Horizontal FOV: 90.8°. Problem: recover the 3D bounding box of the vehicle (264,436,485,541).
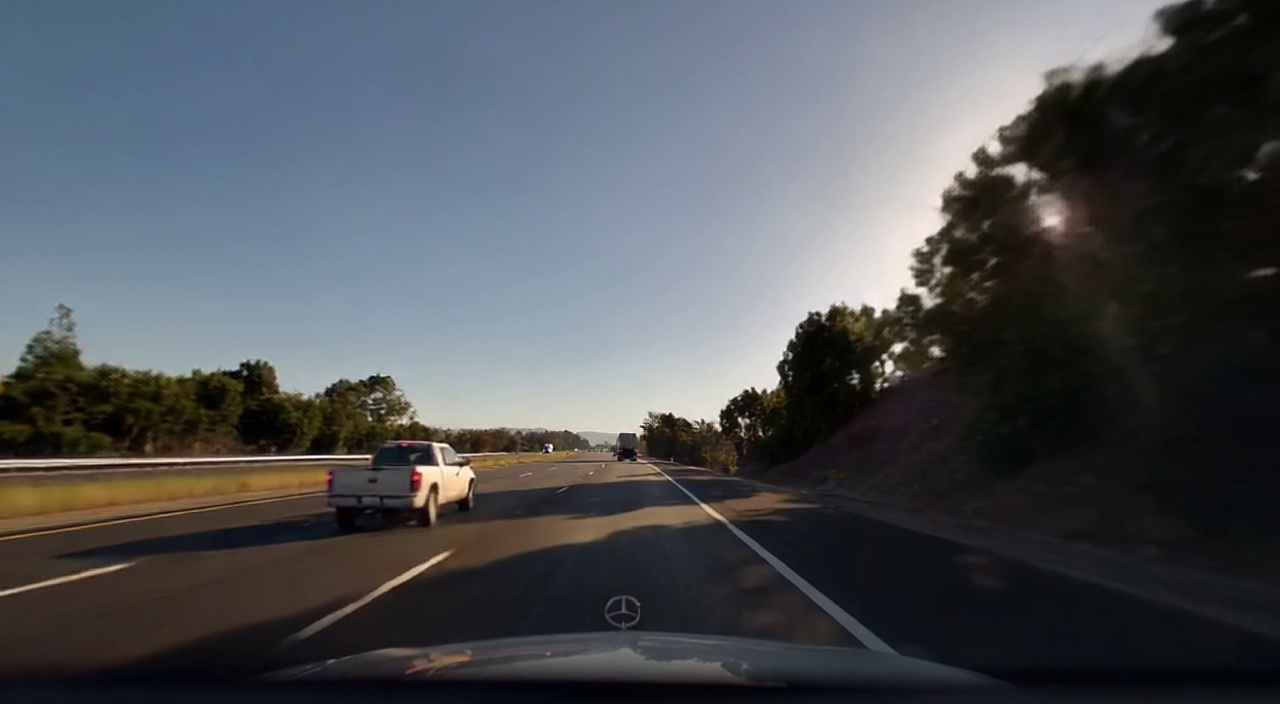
[{"bbox_3d":[-4.674,2.469,12.181,2.108,1.573,5.000,0,-9,0],"label":"vehicle"}]
